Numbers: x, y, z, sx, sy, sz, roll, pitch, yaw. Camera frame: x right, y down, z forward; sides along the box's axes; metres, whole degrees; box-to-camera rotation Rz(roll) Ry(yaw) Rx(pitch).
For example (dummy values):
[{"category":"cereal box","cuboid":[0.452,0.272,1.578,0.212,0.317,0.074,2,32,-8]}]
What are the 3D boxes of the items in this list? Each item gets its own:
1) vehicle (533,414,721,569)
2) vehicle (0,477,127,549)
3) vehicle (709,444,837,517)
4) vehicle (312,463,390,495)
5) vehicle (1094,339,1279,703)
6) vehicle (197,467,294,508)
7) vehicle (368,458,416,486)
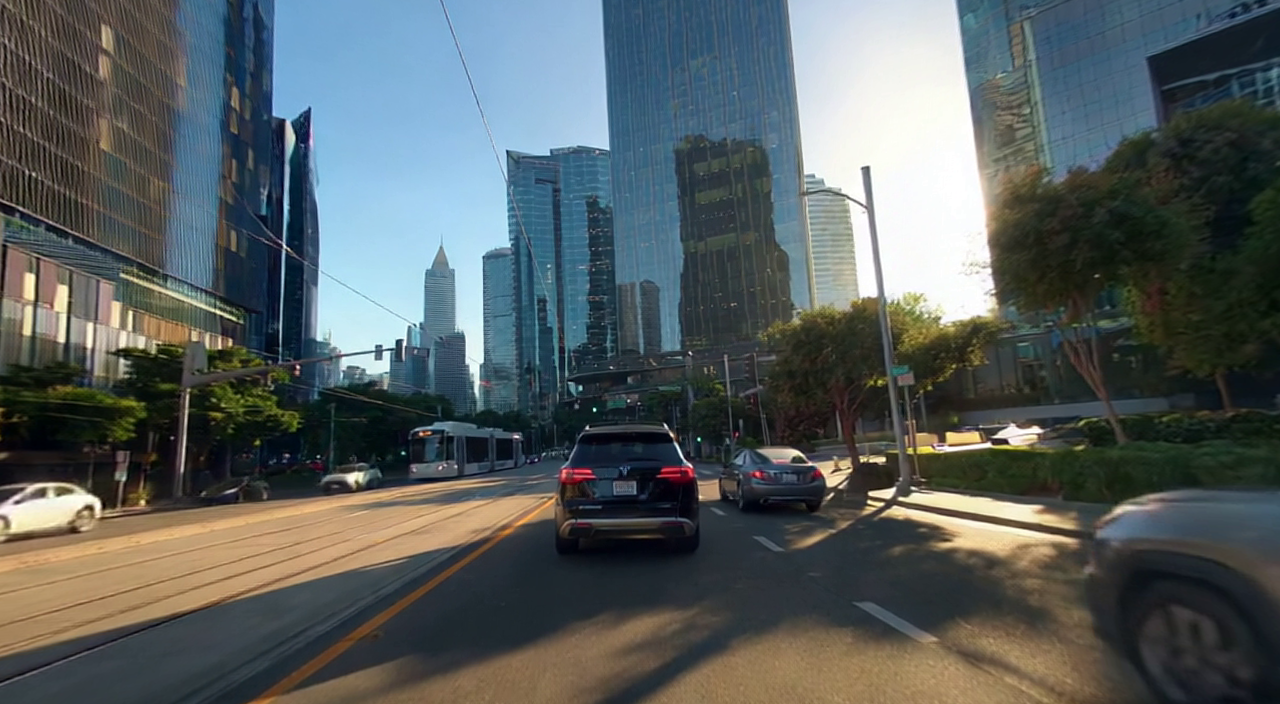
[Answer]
[{"category":"vehicle","cuboid":[-0.243,1.937,9.551,2.178,1.779,4.255,0,-8,-2]},{"category":"vehicle","cuboid":[-15.093,3.848,15.309,1.798,1.409,4.239,0,-8,-2]},{"category":"vehicle","cuboid":[2.989,2.968,15.232,1.993,1.480,4.324,0,-8,-2]},{"category":"vehicle","cuboid":[-15.310,6.721,33.800,2.077,1.458,4.718,0,-8,-2]},{"category":"vehicle","cuboid":[3.527,0.608,1.083,2.029,1.717,4.624,0,-8,0]},{"category":"vehicle","cuboid":[-19.440,6.677,31.419,2.066,1.700,4.536,0,-9,-3]},{"category":"vehicle","cuboid":[-19.455,9.393,49.776,1.933,1.919,4.913,0,-8,-3]}]
